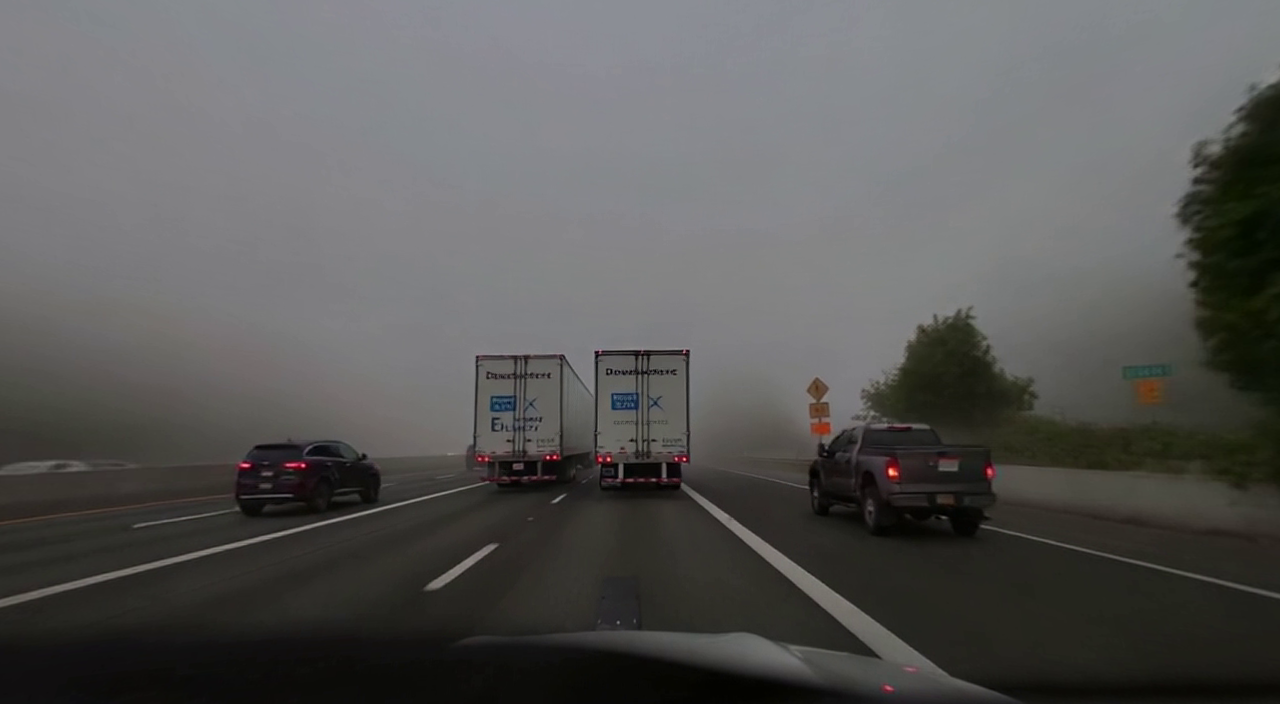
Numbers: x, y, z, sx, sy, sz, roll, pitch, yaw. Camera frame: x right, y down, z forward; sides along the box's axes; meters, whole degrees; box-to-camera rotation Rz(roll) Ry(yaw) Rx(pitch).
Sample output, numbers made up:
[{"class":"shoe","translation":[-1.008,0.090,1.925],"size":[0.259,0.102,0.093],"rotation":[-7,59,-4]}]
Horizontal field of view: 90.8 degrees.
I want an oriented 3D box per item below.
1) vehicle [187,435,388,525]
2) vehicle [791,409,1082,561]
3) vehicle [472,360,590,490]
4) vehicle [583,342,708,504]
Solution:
[{"class":"vehicle","translation":[-7.620,2.771,14.300],"size":[2.017,1.694,4.420],"rotation":[0,-9,-1]},{"class":"vehicle","translation":[4.030,1.902,9.766],"size":[2.136,1.753,4.644],"rotation":[0,-9,-1]},{"class":"vehicle","translation":[-3.913,3.128,25.727],"size":[2.888,4.154,10.960],"rotation":[0,-9,0]},{"class":"vehicle","translation":[0.046,2.378,19.886],"size":[2.910,3.828,9.805],"rotation":[0,-9,-1]}]
